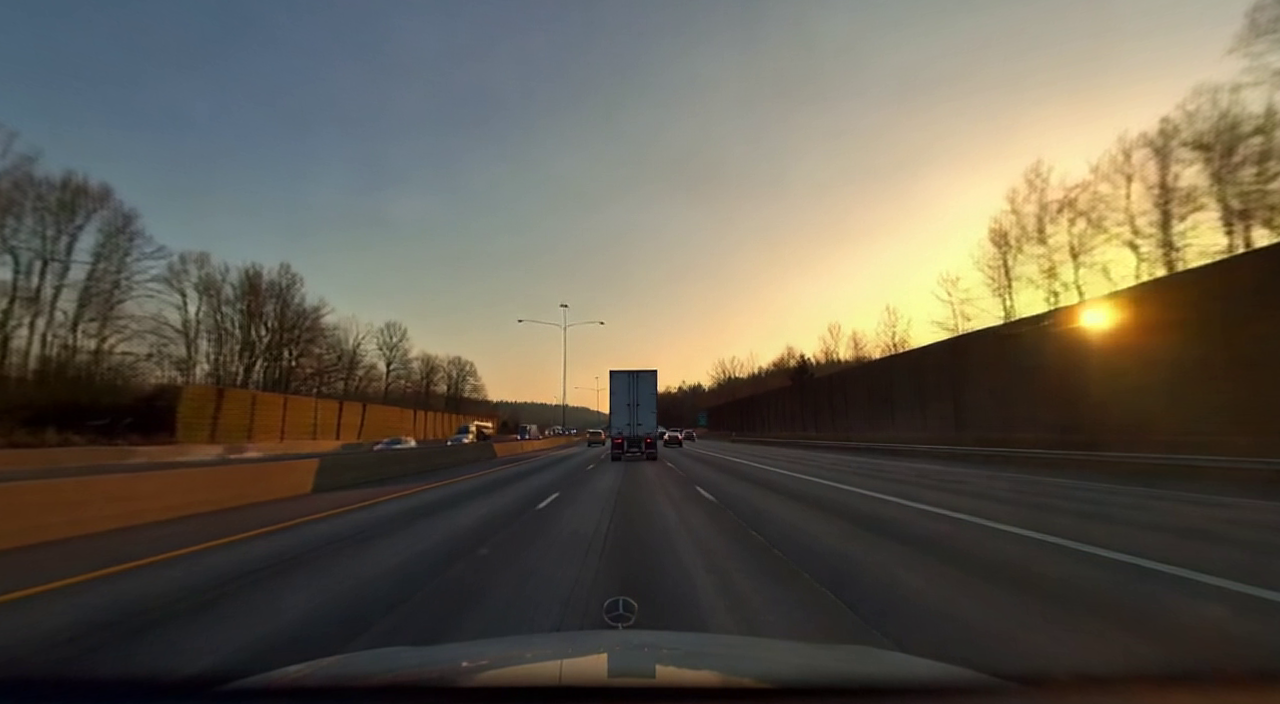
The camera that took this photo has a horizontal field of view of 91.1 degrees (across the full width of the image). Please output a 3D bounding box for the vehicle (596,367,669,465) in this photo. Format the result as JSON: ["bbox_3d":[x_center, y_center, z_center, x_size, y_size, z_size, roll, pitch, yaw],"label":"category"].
[{"bbox_3d":[-0.338,3.680,33.938,2.965,3.972,16.689,0,-8,0],"label":"vehicle"}]

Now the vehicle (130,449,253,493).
[{"bbox_3d":[-17.737,4.695,25.156,1.841,1.474,4.148,0,-8,0],"label":"vehicle"}]
